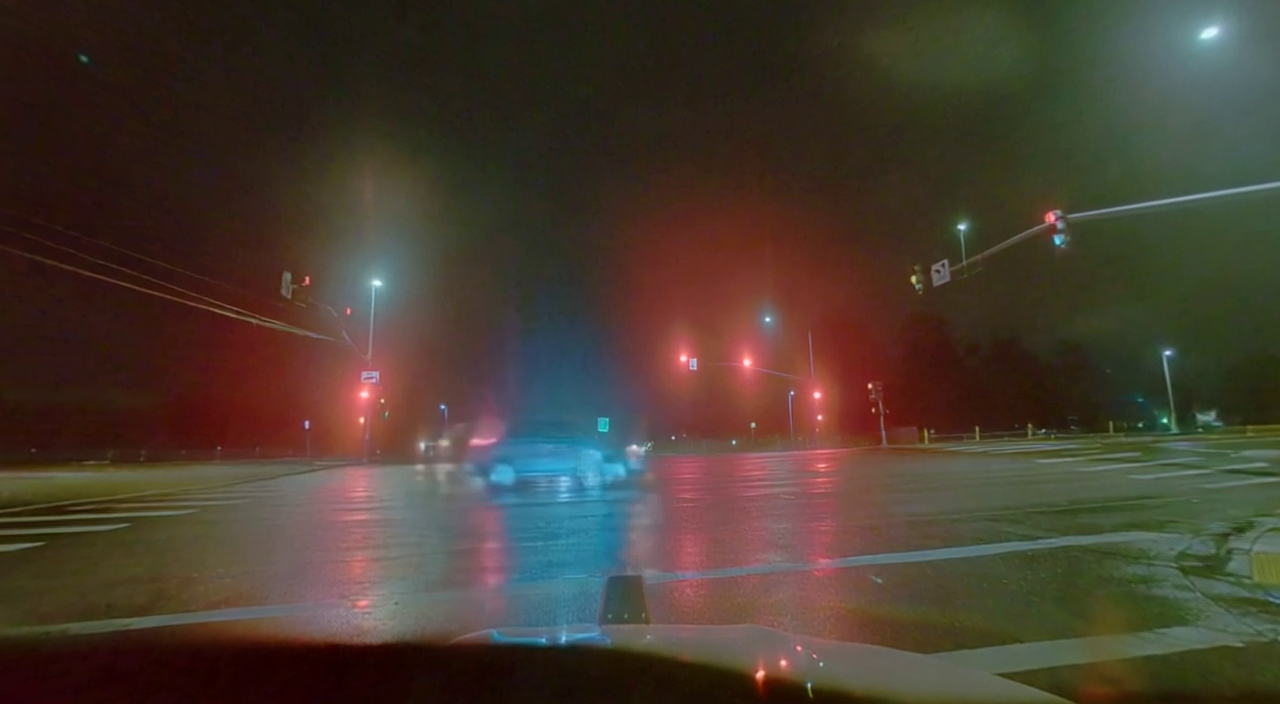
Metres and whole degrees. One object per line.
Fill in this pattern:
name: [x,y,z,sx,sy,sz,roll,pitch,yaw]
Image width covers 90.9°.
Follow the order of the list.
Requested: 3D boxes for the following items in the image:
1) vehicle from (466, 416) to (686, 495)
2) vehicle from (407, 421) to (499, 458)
vehicle: [-1.509,2.431,15.025,4.854,1.684,1.945,1,-9,-10]
vehicle: [-10.290,4.912,35.185,2.000,1.864,5.044,-4,-9,26]
